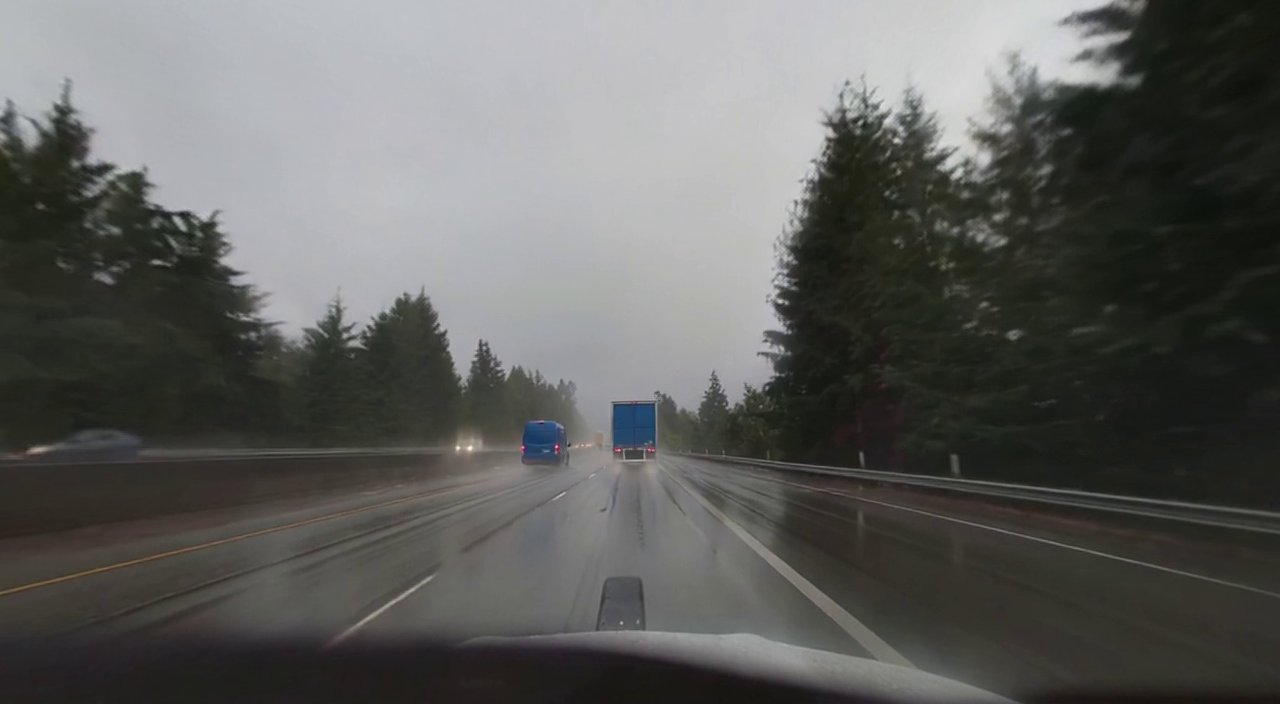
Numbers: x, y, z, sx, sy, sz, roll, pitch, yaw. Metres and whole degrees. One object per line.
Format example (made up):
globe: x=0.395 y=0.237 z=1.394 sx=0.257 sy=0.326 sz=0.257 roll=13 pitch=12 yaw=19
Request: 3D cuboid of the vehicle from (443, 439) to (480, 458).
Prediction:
vehicle: x=-13.980 y=7.615 z=49.672 sx=1.766 sy=1.459 sz=3.806 roll=0 pitch=-9 yaw=0

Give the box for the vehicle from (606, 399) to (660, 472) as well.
vehicle: x=-0.465 y=5.425 z=40.261 sx=2.995 sy=4.036 sz=10.311 roll=0 pitch=-9 yaw=-1

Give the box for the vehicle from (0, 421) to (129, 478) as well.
vehicle: x=-17.300 y=2.828 z=18.319 sx=1.757 sy=1.478 sz=3.711 roll=0 pitch=-9 yaw=0

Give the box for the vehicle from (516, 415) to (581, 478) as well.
vehicle: x=-4.407 y=4.704 z=31.417 sx=2.357 sy=2.786 sz=6.144 roll=0 pitch=-9 yaw=-1
